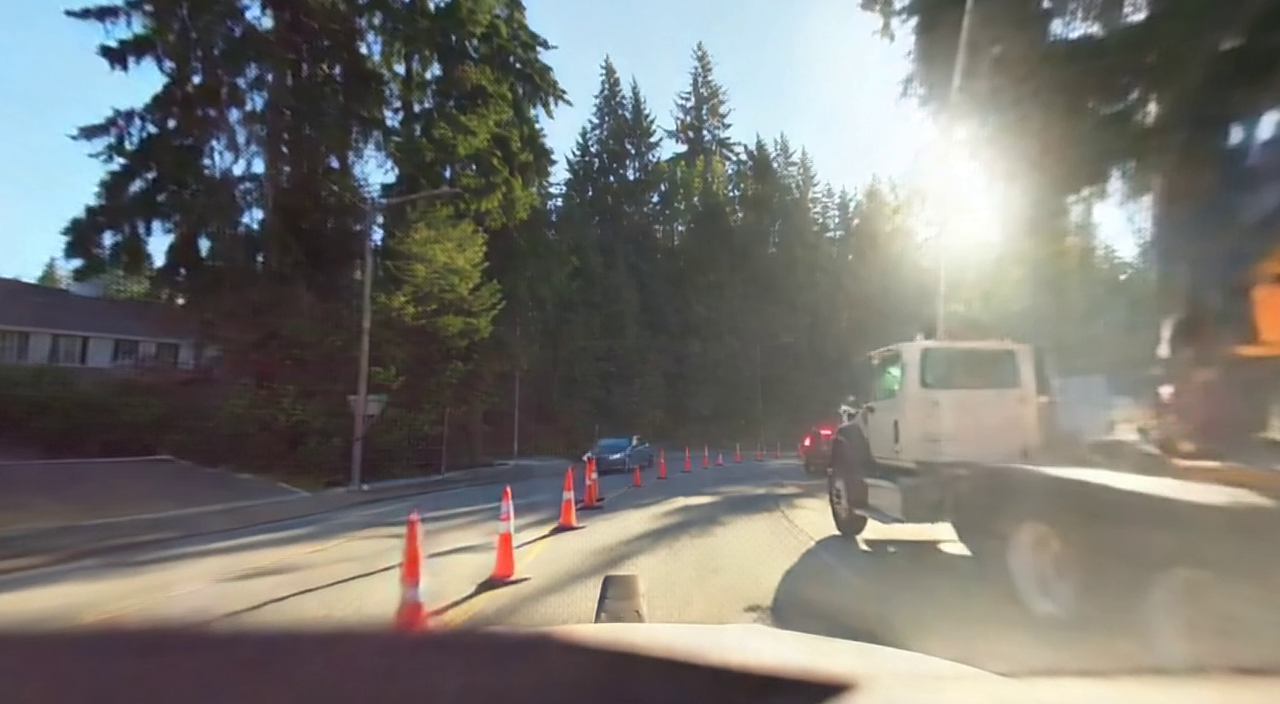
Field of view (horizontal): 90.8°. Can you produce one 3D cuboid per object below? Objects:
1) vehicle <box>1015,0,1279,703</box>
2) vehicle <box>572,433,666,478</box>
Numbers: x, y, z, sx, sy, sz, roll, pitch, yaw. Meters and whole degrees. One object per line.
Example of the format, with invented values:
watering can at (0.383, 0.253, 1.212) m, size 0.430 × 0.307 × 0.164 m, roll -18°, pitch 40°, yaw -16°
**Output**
vehicle at (3.534, -0.120, 1.018) m, size 2.874 × 2.542 × 4.840 m, roll -1°, pitch -8°, yaw 1°
vehicle at (-0.677, 3.770, 23.433) m, size 1.945 × 1.494 × 4.201 m, roll -3°, pitch -8°, yaw 22°
